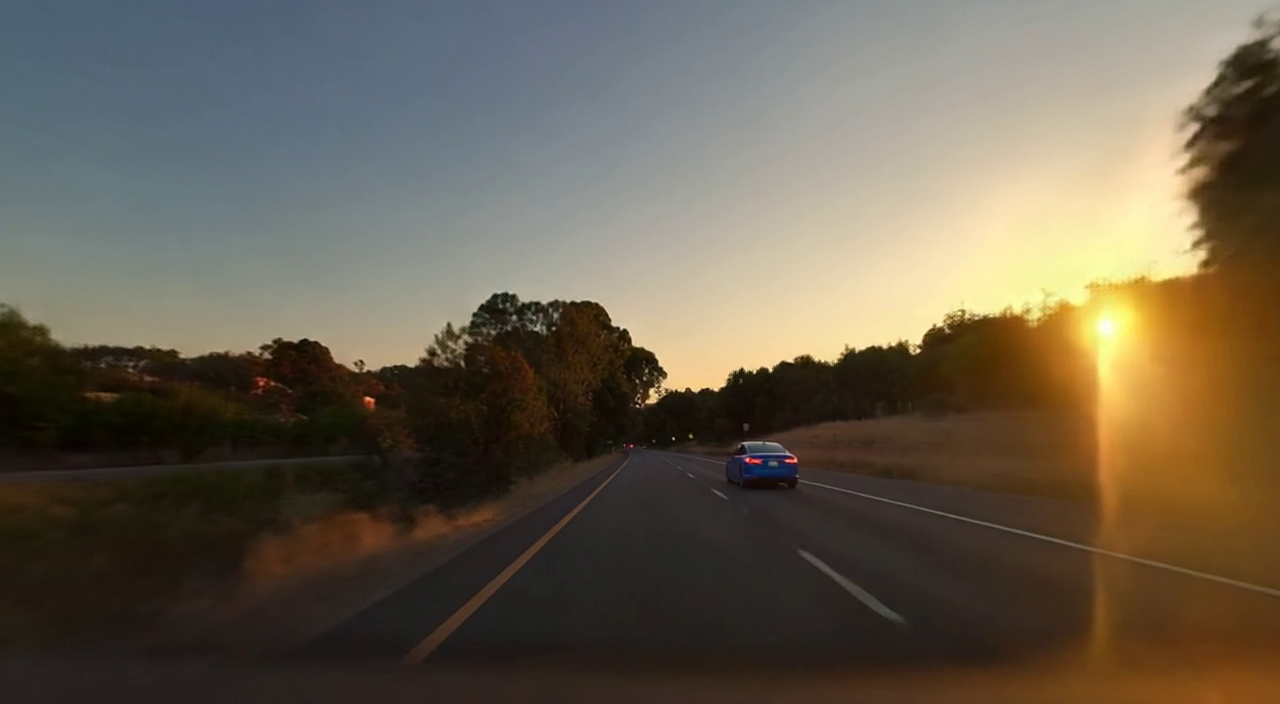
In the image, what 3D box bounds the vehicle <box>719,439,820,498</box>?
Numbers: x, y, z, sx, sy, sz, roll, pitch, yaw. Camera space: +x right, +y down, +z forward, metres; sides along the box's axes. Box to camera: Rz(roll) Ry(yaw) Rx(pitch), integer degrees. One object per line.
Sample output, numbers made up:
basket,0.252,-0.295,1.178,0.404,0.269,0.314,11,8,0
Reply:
vehicle,3.560,3.286,18.259,2.003,1.466,4.441,0,-9,0
